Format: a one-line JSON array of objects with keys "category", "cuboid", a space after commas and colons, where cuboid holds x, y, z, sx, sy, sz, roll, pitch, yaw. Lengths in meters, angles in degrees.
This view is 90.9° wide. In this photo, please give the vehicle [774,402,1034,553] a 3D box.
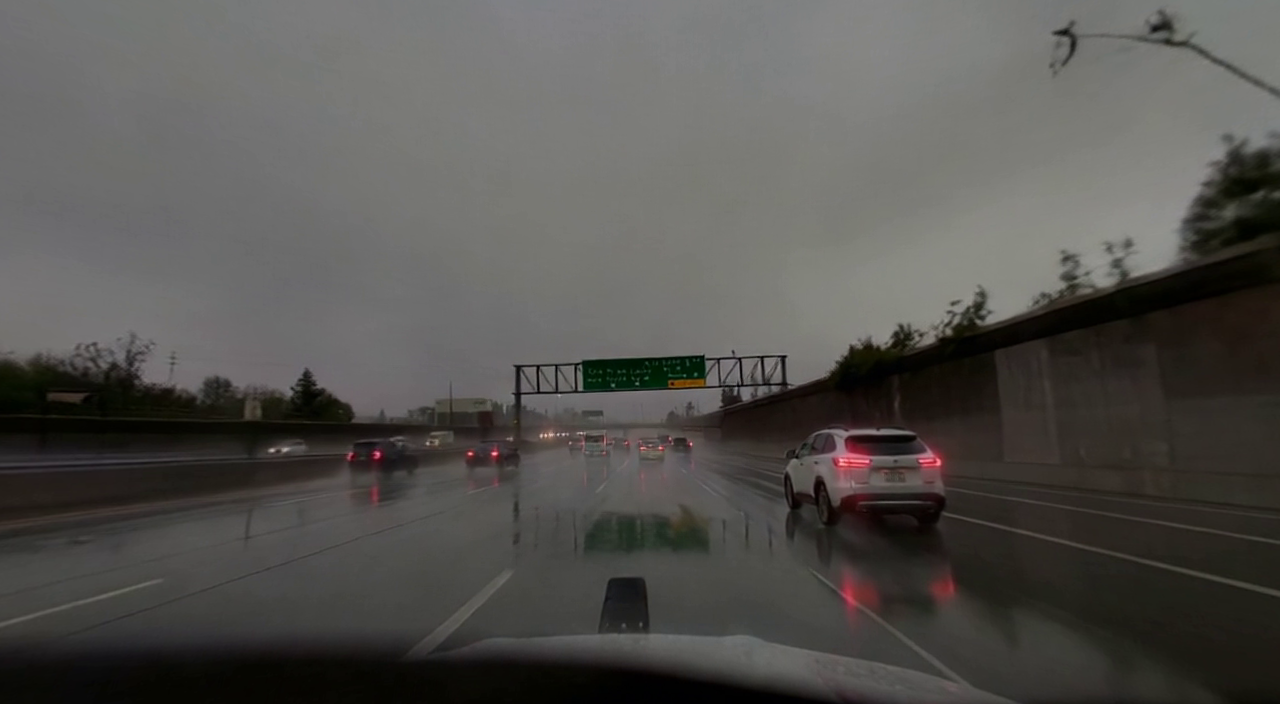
[{"category": "vehicle", "cuboid": [3.716, 1.868, 10.061, 2.083, 1.823, 4.627, 0, -8, -1]}]

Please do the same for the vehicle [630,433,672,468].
[{"category": "vehicle", "cuboid": [0.606, 5.325, 34.240, 2.133, 1.739, 3.925, 0, -8, 1]}]

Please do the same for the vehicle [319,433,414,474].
[{"category": "vehicle", "cuboid": [-12.364, 4.600, 28.916, 2.076, 1.701, 5.093, 0, -8, 0]}]

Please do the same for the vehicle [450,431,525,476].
[{"category": "vehicle", "cuboid": [-6.100, 4.111, 25.745, 1.946, 1.688, 4.019, 0, -8, 1]}]

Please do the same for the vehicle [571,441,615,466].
[{"category": "vehicle", "cuboid": [-2.677, 5.945, 37.081, 2.205, 1.406, 4.286, 0, -8, 1]}]
